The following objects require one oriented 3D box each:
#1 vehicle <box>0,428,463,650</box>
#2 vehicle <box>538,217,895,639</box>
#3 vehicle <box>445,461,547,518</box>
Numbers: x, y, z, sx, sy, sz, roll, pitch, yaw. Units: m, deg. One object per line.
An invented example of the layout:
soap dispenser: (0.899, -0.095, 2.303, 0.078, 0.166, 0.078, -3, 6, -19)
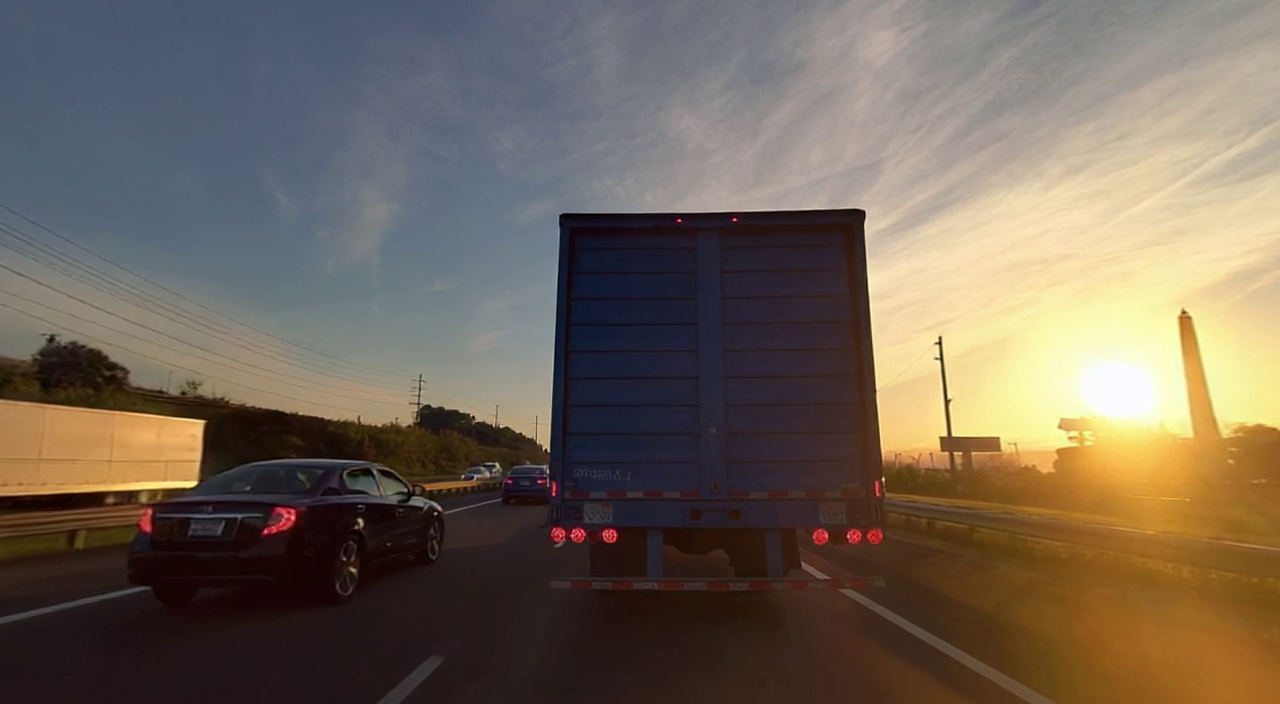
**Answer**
vehicle: (-3.781, 1.827, 7.152, 1.983, 1.575, 4.973, 0, -11, 1)
vehicle: (0.737, 1.324, 9.602, 2.831, 3.529, 8.689, 0, -11, 2)
vehicle: (-4.189, 4.103, 19.102, 1.891, 1.469, 4.431, 0, -11, 2)
